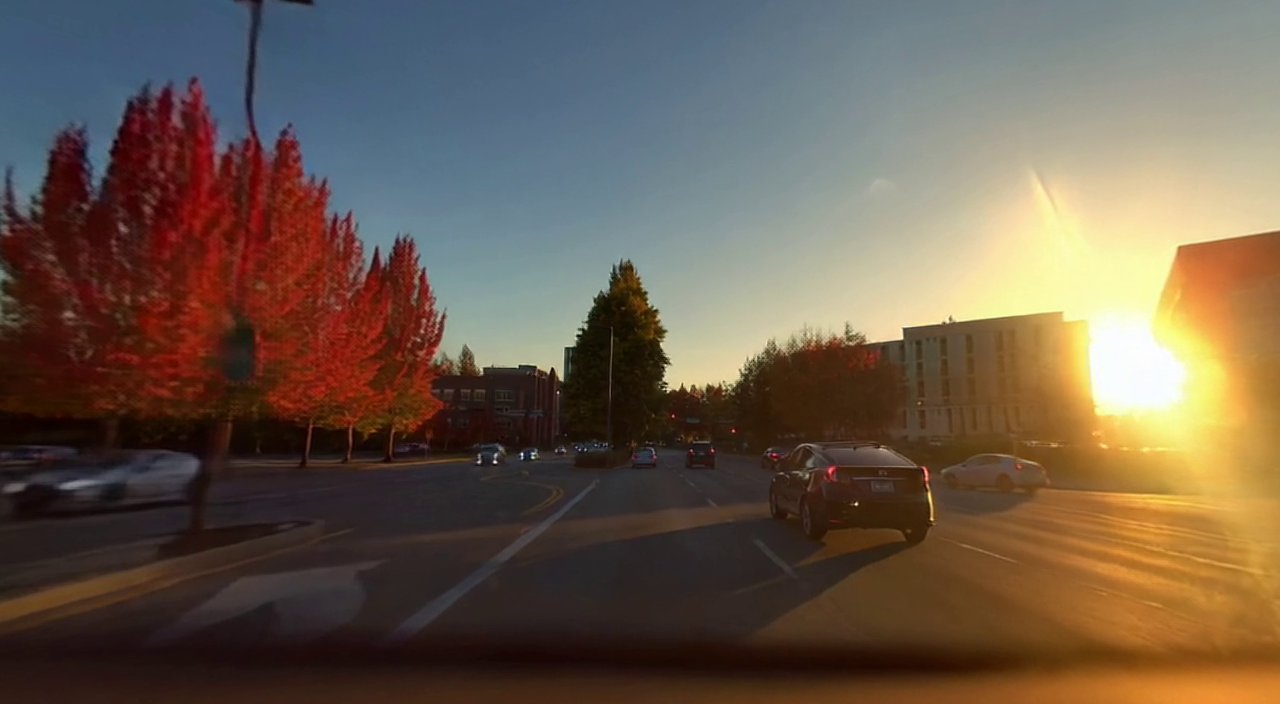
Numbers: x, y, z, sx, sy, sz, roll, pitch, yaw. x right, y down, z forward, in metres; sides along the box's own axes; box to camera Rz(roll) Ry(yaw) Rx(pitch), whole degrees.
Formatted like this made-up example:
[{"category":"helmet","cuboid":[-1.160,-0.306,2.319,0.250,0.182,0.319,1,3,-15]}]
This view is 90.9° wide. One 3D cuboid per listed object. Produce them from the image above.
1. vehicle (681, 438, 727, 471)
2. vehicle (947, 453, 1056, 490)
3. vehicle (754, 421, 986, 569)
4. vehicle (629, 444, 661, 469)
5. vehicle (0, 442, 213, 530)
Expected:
[{"category":"vehicle","cuboid":[3.777,6.157,38.003,2.154,1.844,4.634,0,-8,-1]},{"category":"vehicle","cuboid":[17.550,5.795,30.836,4.398,1.634,2.031,-4,-9,27]},{"category":"vehicle","cuboid":[2.981,1.923,9.191,1.901,1.634,3.896,1,-8,0]},{"category":"vehicle","cuboid":[0.264,6.734,40.760,1.991,1.477,3.814,0,-8,-1]},{"category":"vehicle","cuboid":[-11.561,2.623,13.063,2.055,1.479,4.693,0,-8,1]}]
